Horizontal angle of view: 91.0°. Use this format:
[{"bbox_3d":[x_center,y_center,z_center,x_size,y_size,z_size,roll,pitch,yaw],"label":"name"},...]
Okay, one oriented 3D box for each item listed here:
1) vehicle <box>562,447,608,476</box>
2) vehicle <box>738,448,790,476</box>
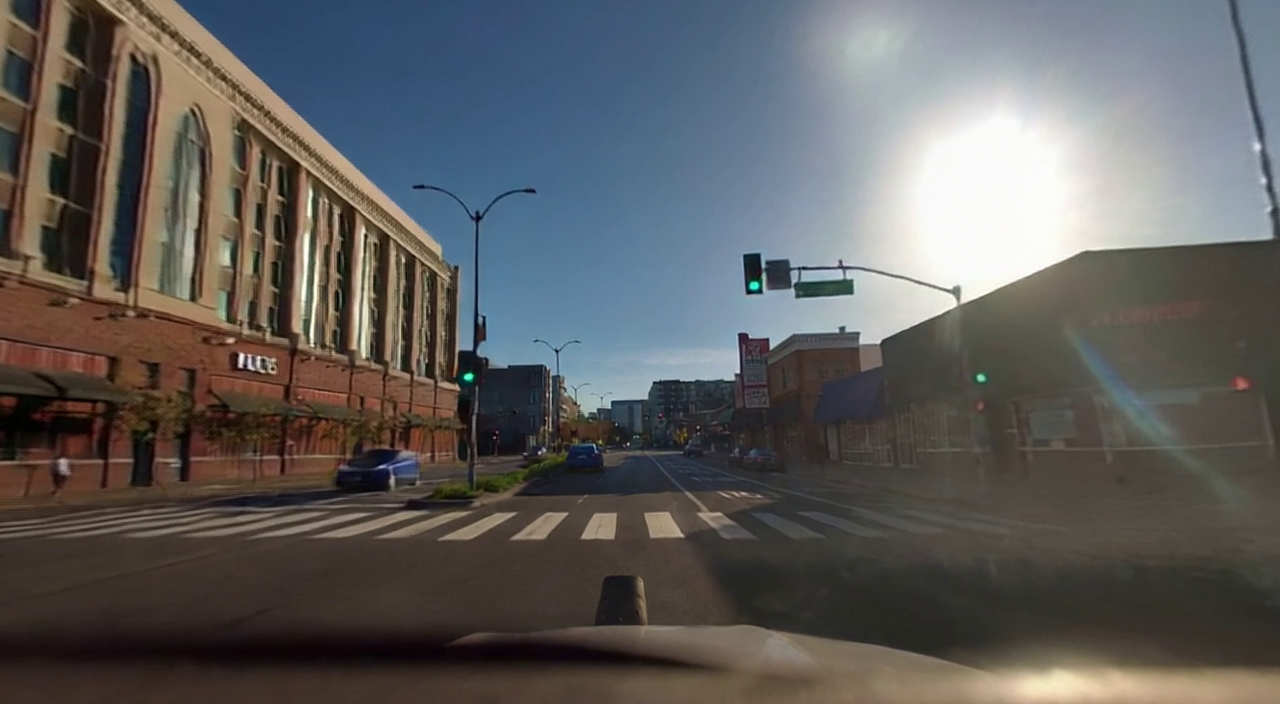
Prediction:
[{"bbox_3d":[-2.907,5.868,34.091,2.078,1.471,4.217,0,-9,0],"label":"vehicle"},{"bbox_3d":[7.240,6.455,37.248,1.968,1.493,4.878,0,-9,-1],"label":"vehicle"}]
